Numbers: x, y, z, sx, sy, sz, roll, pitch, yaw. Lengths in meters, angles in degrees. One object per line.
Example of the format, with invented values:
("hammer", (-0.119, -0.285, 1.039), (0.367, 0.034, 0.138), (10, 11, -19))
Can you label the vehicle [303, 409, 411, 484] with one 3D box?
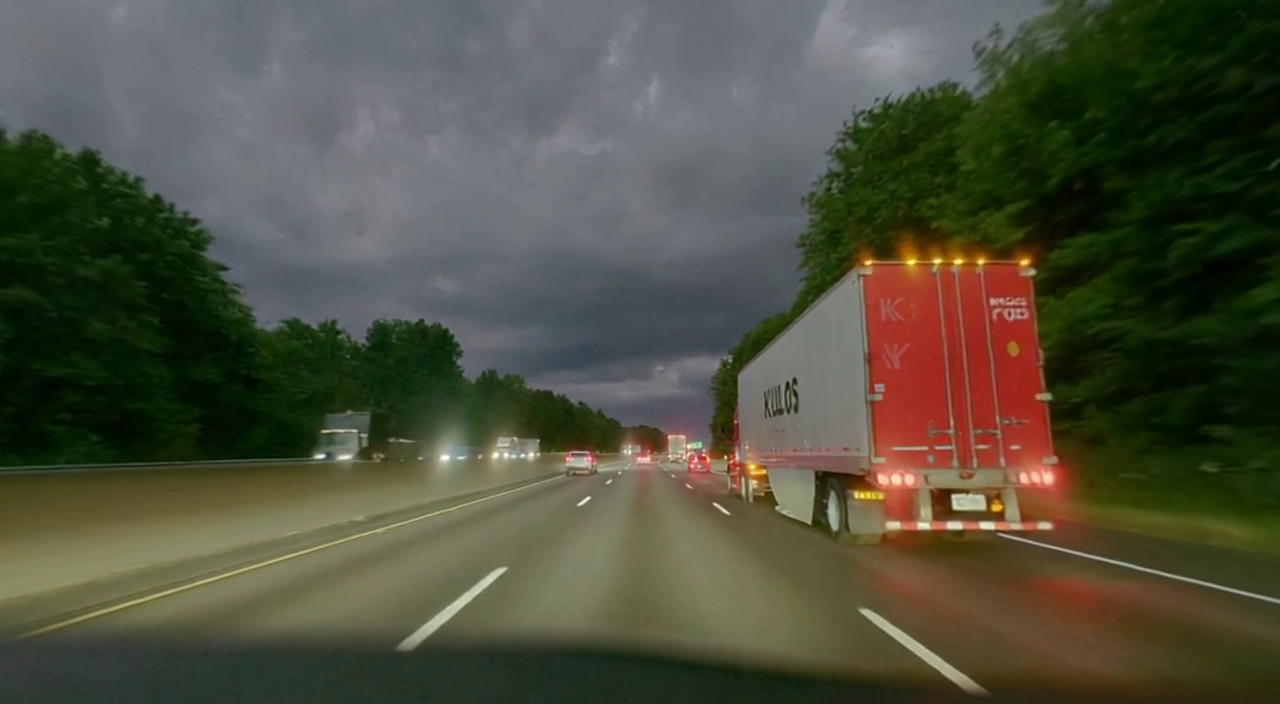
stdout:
("vehicle", (-15.869, 5.398, 35.927), (2.948, 3.821, 6.296), (0, -9, 2))

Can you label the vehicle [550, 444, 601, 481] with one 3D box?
("vehicle", (-3.115, 5.435, 31.132), (2.017, 1.683, 4.309), (0, -9, 0))

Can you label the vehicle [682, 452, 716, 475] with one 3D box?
("vehicle", (4.369, 8.381, 47.434), (2.176, 1.598, 3.878), (0, -9, 0))

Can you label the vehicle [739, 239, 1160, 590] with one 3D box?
("vehicle", (4.285, 1.512, 12.685), (2.914, 3.998, 11.103), (0, -9, 1))
